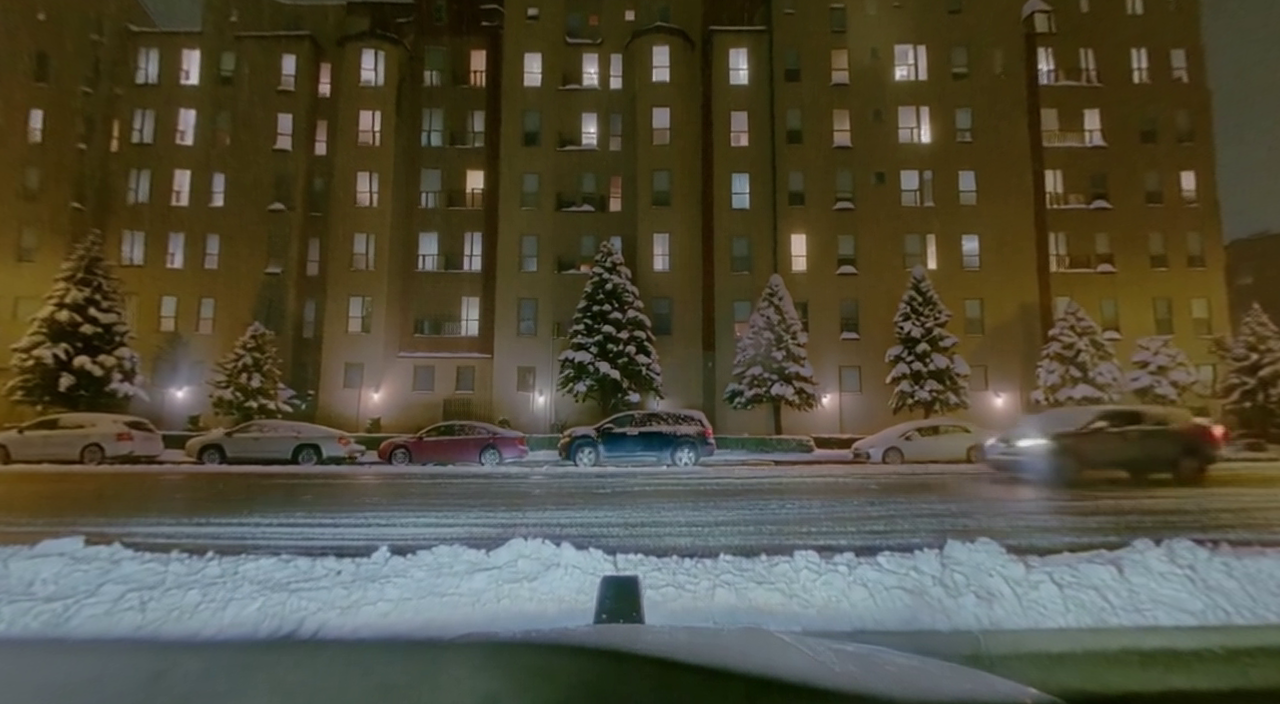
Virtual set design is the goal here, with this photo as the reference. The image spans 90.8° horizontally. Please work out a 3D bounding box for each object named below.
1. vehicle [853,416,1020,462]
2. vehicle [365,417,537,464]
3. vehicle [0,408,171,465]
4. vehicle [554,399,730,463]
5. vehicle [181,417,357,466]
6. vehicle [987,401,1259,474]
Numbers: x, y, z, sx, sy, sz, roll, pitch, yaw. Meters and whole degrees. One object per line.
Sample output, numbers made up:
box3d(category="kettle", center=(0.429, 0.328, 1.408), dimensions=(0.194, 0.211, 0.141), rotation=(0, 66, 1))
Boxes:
box3d(category="vehicle", center=(9.407, 2.784, 20.287), dimensions=(4.521, 1.411, 1.726), rotation=(1, -7, -4))
box3d(category="vehicle", center=(-5.829, 2.833, 19.941), dimensions=(4.851, 1.339, 1.785), rotation=(1, -10, -2))
box3d(category="vehicle", center=(-17.530, 2.612, 19.488), dimensions=(4.426, 1.641, 1.889), rotation=(1, -9, -5))
box3d(category="vehicle", center=(0.001, 2.570, 20.127), dimensions=(5.299, 1.860, 2.098), rotation=(1, -10, -5))
box3d(category="vehicle", center=(-11.456, 2.809, 19.756), dimensions=(4.336, 1.438, 1.776), rotation=(1, -8, -3))
box3d(category="vehicle", center=(10.563, 1.919, 14.119), dimensions=(4.396, 1.501, 1.955), rotation=(0, -9, 1))
